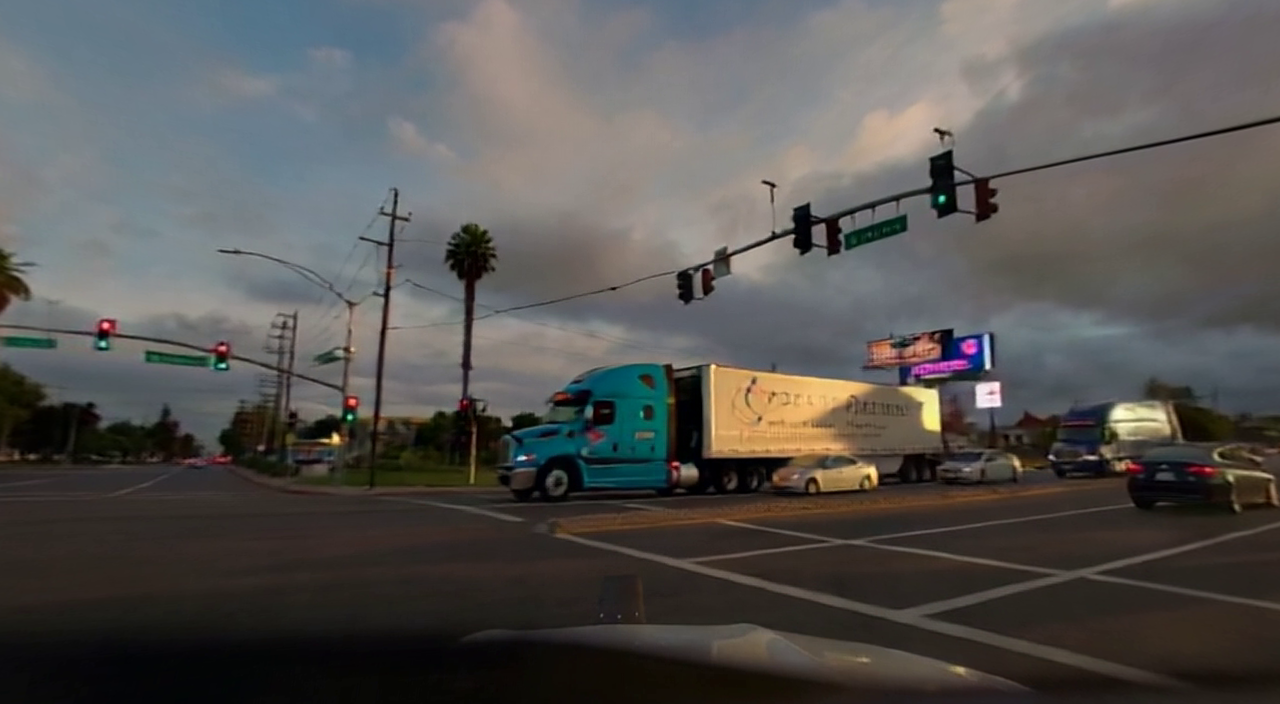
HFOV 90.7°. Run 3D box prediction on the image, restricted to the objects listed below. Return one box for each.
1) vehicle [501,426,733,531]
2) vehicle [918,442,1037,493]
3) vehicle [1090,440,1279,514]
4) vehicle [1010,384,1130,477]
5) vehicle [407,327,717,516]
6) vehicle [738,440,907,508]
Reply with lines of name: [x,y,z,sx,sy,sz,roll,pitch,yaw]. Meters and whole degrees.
vehicle: [-0.479,2.919,15.220,5.079,1.893,2.200,2,-10,-35]
vehicle: [12.851,4.354,24.021,4.443,1.512,1.919,2,-10,-33]
vehicle: [13.215,2.873,15.191,5.114,1.492,2.040,5,-10,-33]
vehicle: [19.524,3.596,28.797,3.372,3.903,3.027,4,-10,-32]
vehicle: [-1.955,2.067,18.120,8.167,4.352,3.029,5,-10,-34]
vehicle: [5.521,3.577,18.924,4.958,1.510,1.949,2,-10,-33]
